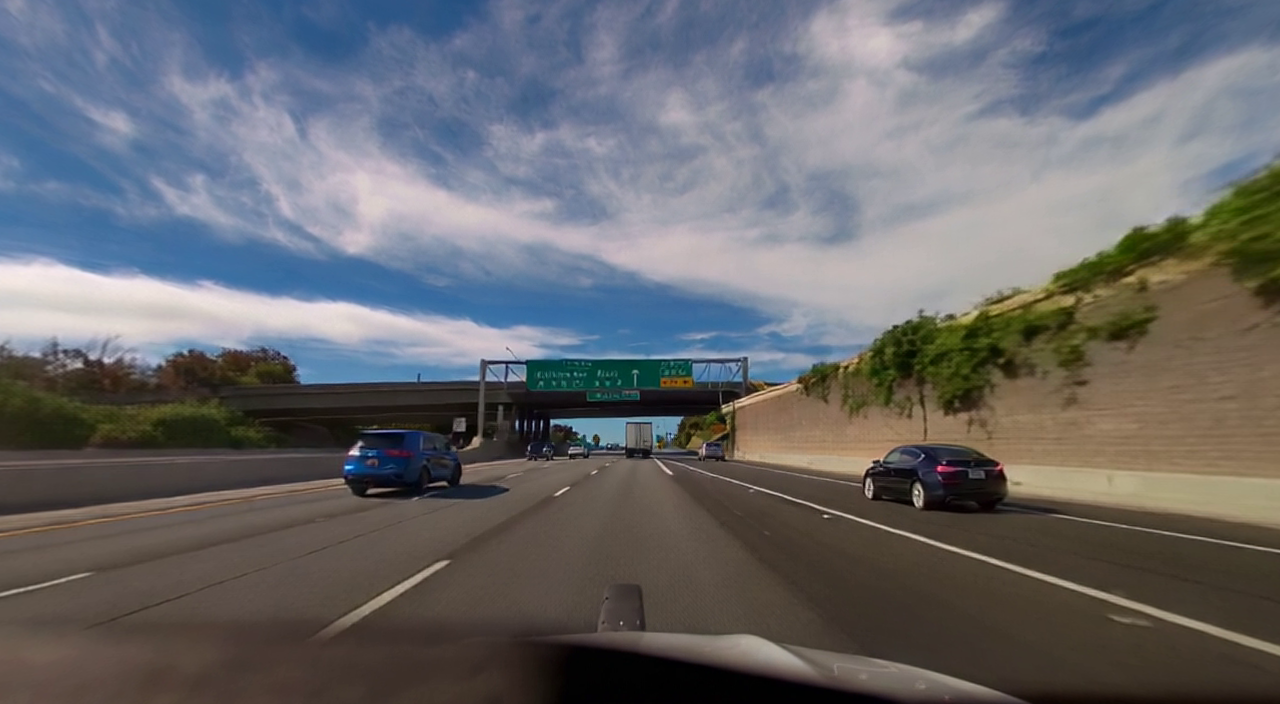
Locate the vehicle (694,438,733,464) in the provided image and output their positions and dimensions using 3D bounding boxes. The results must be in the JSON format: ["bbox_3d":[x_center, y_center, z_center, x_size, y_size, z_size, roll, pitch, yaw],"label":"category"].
[{"bbox_3d":[5.531,7.562,48.240,2.220,1.898,4.752,0,-9,-3],"label":"vehicle"}]

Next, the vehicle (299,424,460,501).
[{"bbox_3d":[-6.639,2.896,16.871,2.179,1.753,4.999,0,-9,0],"label":"vehicle"}]

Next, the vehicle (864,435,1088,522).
[{"bbox_3d":[6.775,2.579,13.455,2.075,1.510,4.569,0,-9,-3],"label":"vehicle"}]
